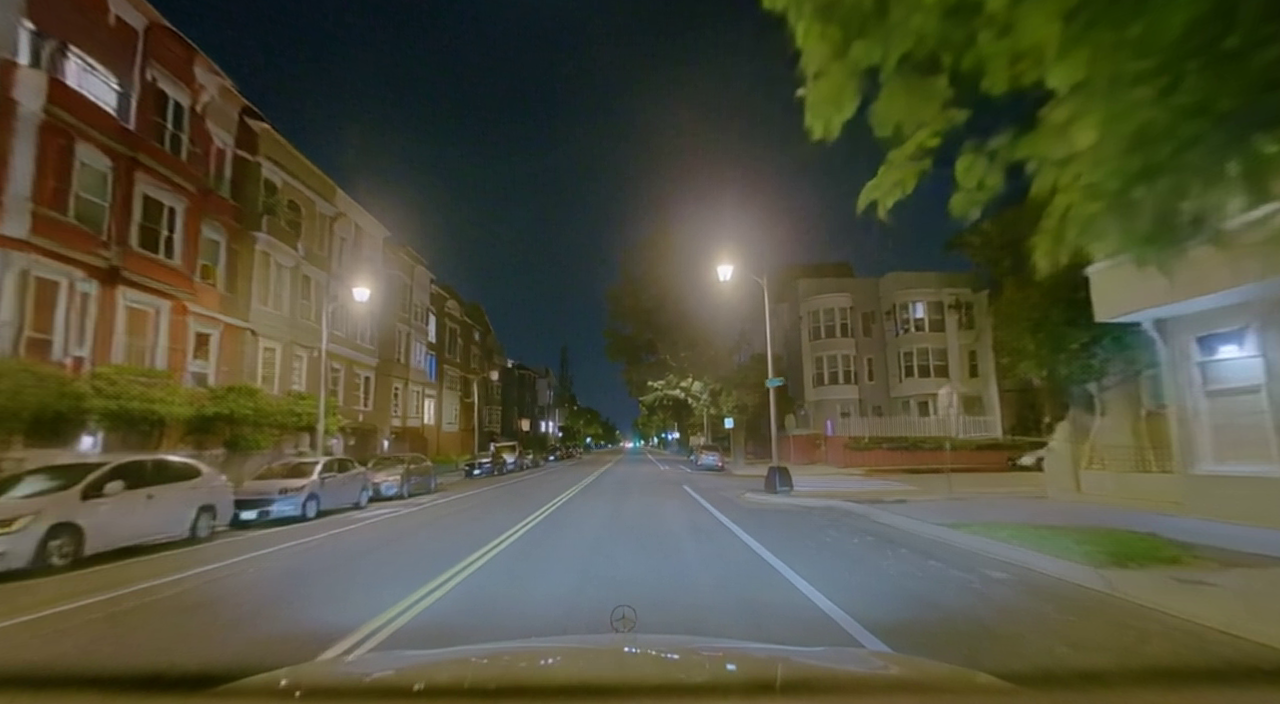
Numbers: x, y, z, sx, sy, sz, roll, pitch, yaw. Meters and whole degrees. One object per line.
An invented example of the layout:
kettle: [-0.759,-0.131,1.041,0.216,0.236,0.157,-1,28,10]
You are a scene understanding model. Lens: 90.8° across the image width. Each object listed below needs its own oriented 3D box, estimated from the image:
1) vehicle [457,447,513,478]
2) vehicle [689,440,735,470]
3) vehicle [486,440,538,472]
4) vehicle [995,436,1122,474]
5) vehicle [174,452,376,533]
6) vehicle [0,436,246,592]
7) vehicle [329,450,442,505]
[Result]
vehicle: [-8.135,5.814,33.496,1.967,1.517,4.360,0,-9,-1]
vehicle: [4.258,6.173,38.003,2.034,1.674,4.271,0,-9,-3]
vehicle: [-7.883,6.492,39.456,2.283,1.853,4.903,-1,-9,-1]
vehicle: [20.092,4.971,30.498,4.568,1.727,2.199,0,-9,-2]
vehicle: [-8.071,3.104,14.641,1.970,1.480,4.616,-1,-9,-1]
vehicle: [-8.041,2.133,9.133,1.919,1.698,4.328,-1,-9,-1]
vehicle: [-7.988,3.941,20.341,1.836,1.474,4.565,-2,-8,-1]
